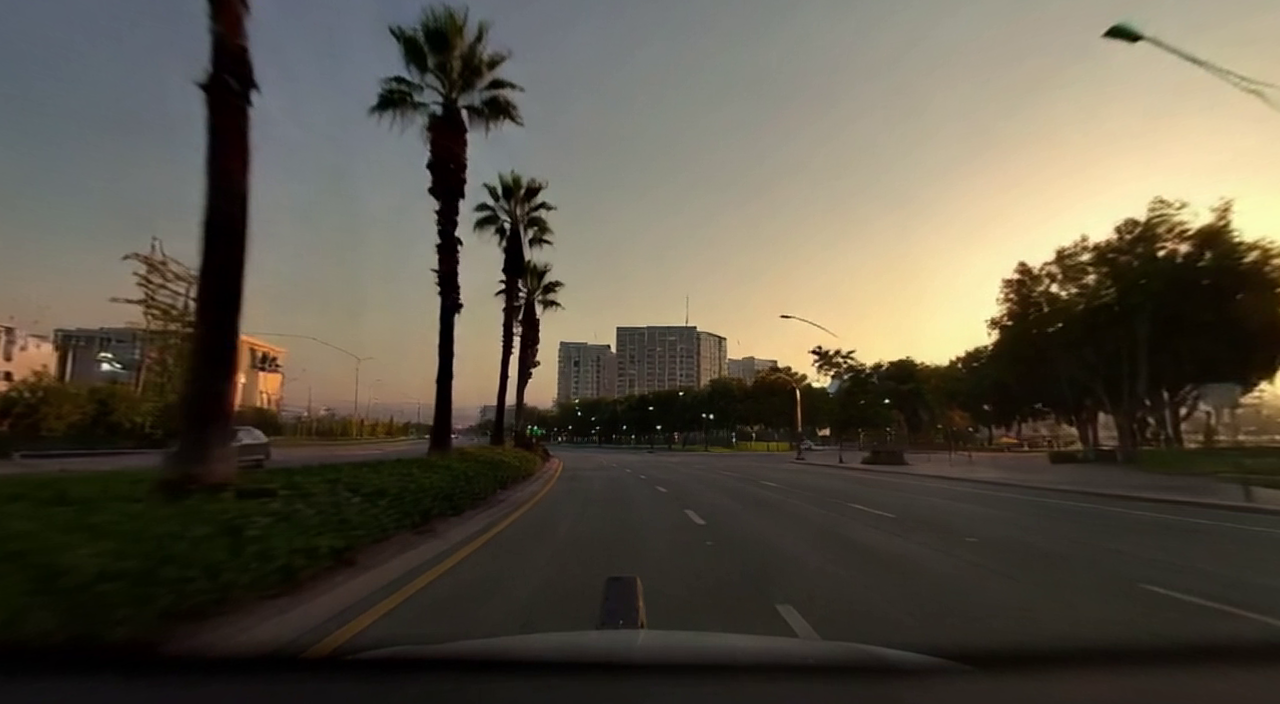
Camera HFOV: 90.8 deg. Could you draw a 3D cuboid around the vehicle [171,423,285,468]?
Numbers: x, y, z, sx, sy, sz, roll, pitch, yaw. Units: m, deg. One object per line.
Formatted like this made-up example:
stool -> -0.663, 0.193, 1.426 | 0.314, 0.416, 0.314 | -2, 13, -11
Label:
vehicle -> -16.934, 3.898, 26.295 | 2.025, 1.716, 4.552 | 1, -9, -7
